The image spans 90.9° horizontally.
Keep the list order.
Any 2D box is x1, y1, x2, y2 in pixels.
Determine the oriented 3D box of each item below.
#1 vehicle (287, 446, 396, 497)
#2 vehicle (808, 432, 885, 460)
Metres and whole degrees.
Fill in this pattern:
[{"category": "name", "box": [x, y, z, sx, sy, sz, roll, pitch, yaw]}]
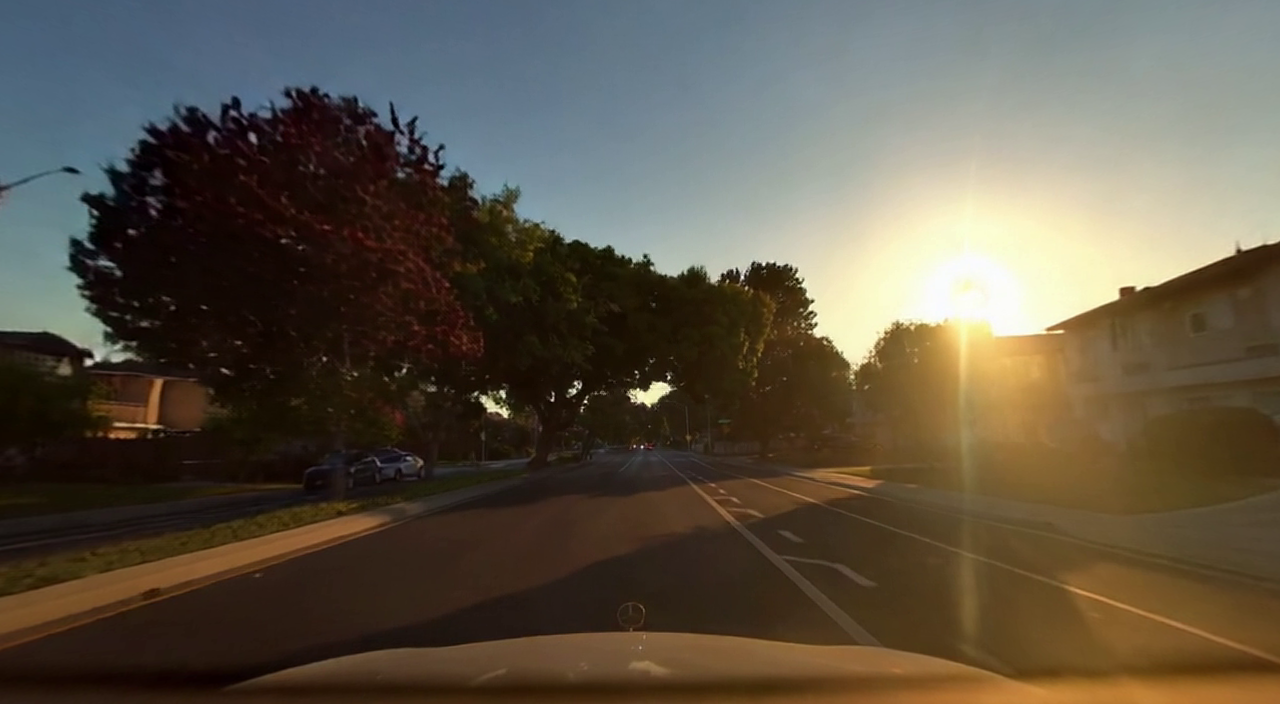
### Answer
[{"category": "vehicle", "box": [-11.578, 4.606, 24.897, 2.023, 1.629, 4.822, -2, -7, 0]}, {"category": "vehicle", "box": [14.251, 6.501, 43.728, 4.907, 1.693, 2.081, 0, -7, 14]}]
